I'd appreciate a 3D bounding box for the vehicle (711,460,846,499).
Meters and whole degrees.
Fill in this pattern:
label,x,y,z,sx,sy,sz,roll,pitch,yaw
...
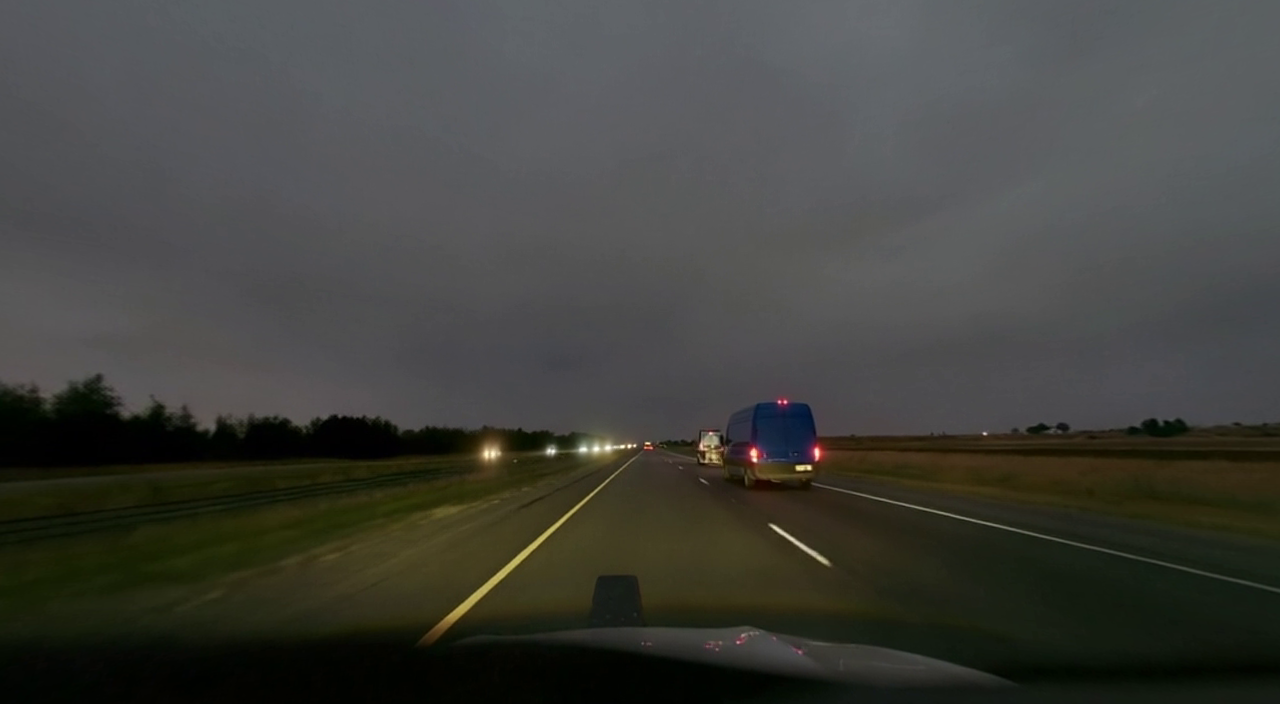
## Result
label,x,y,z,sx,sy,sz,roll,pitch,yaw
vehicle,3.996,3.888,19.729,2.702,0.824,6.391,0,-8,-1

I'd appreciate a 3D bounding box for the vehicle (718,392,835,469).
label,x,y,z,sx,sy,sz,roll,pitch,yaw
vehicle,4.011,2.553,19.789,2.444,2.053,5.616,0,-9,0
